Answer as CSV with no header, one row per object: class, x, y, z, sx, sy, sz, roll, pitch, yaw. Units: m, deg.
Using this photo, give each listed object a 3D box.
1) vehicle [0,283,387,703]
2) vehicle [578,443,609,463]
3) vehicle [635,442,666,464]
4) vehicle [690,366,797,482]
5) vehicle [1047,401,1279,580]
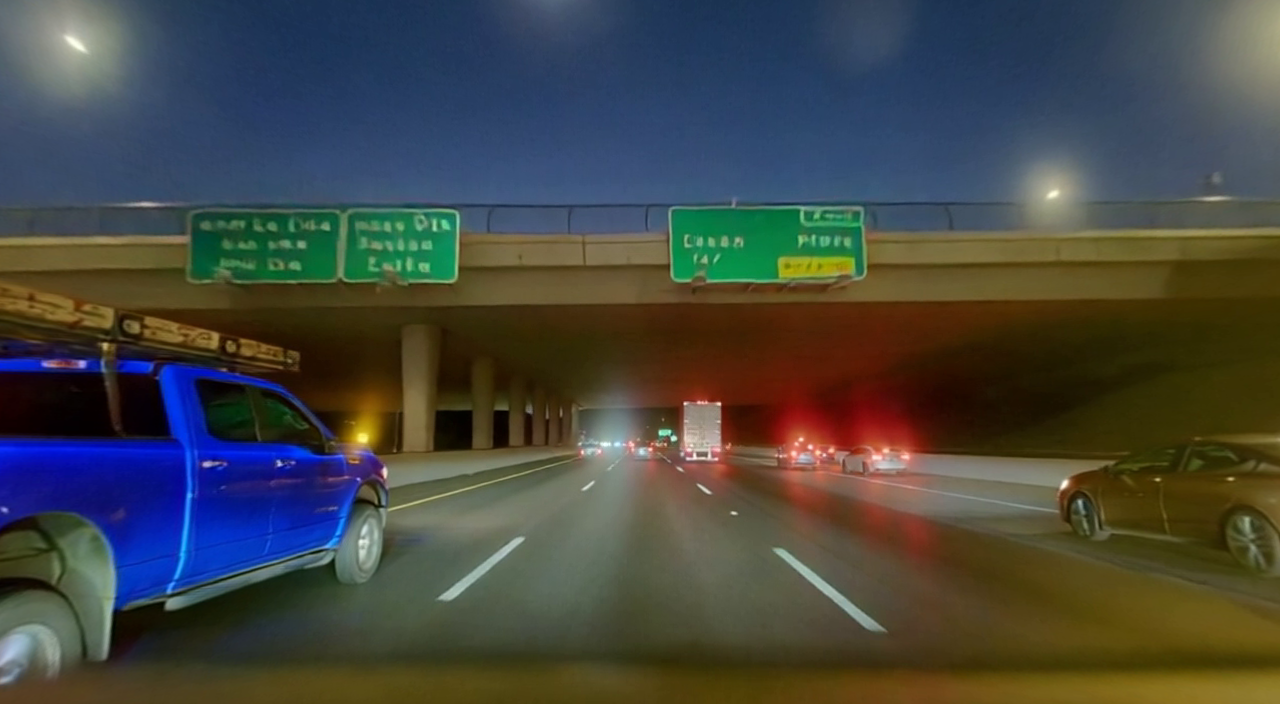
vehicle,-4.160,0.863,3.717,2.599,2.054,6.288,0,-8,1
vehicle,-3.453,7.648,47.842,2.077,1.446,4.106,0,-8,0
vehicle,0.735,7.208,45.127,2.092,1.446,4.092,0,-8,1
vehicle,4.116,3.443,28.538,2.885,4.036,12.891,0,-8,1
vehicle,7.134,1.480,7.103,1.999,1.700,4.640,0,-8,1
